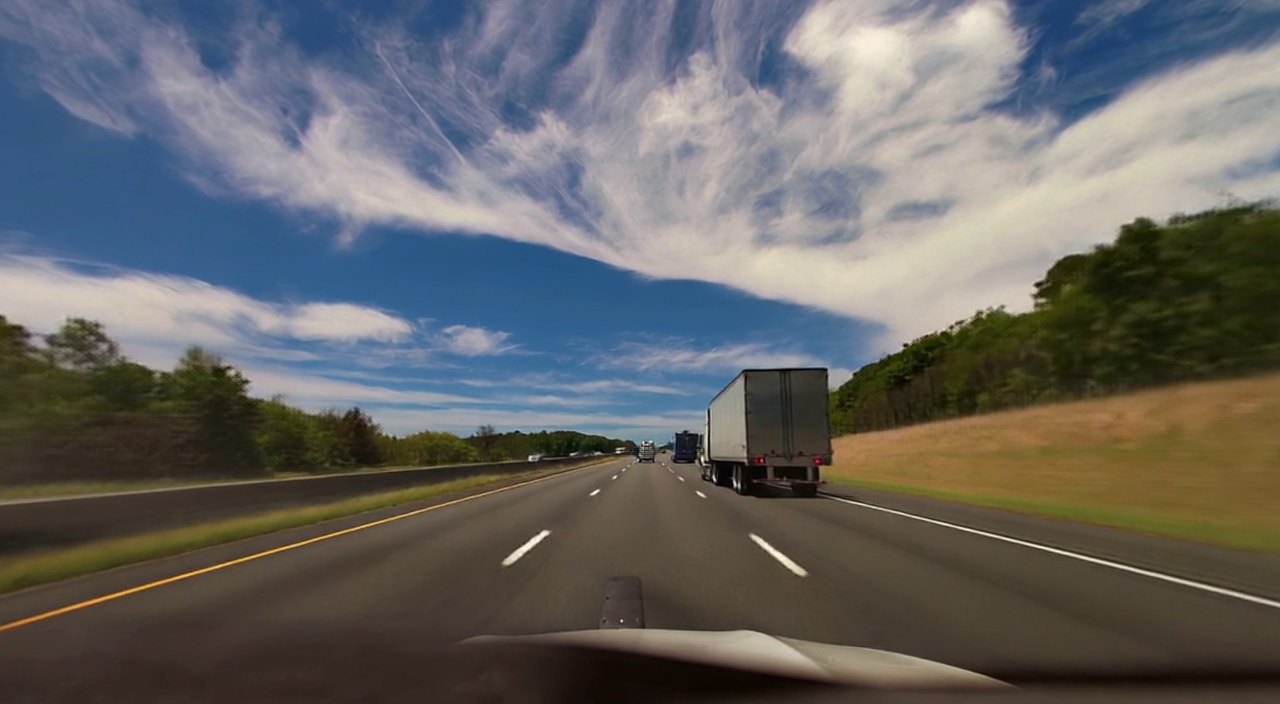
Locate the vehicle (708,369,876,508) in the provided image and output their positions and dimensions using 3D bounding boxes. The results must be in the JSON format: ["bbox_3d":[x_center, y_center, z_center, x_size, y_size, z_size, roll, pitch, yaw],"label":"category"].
[{"bbox_3d":[4.181,2.772,19.898,2.960,3.381,8.914,0,-9,-1],"label":"vehicle"}]
